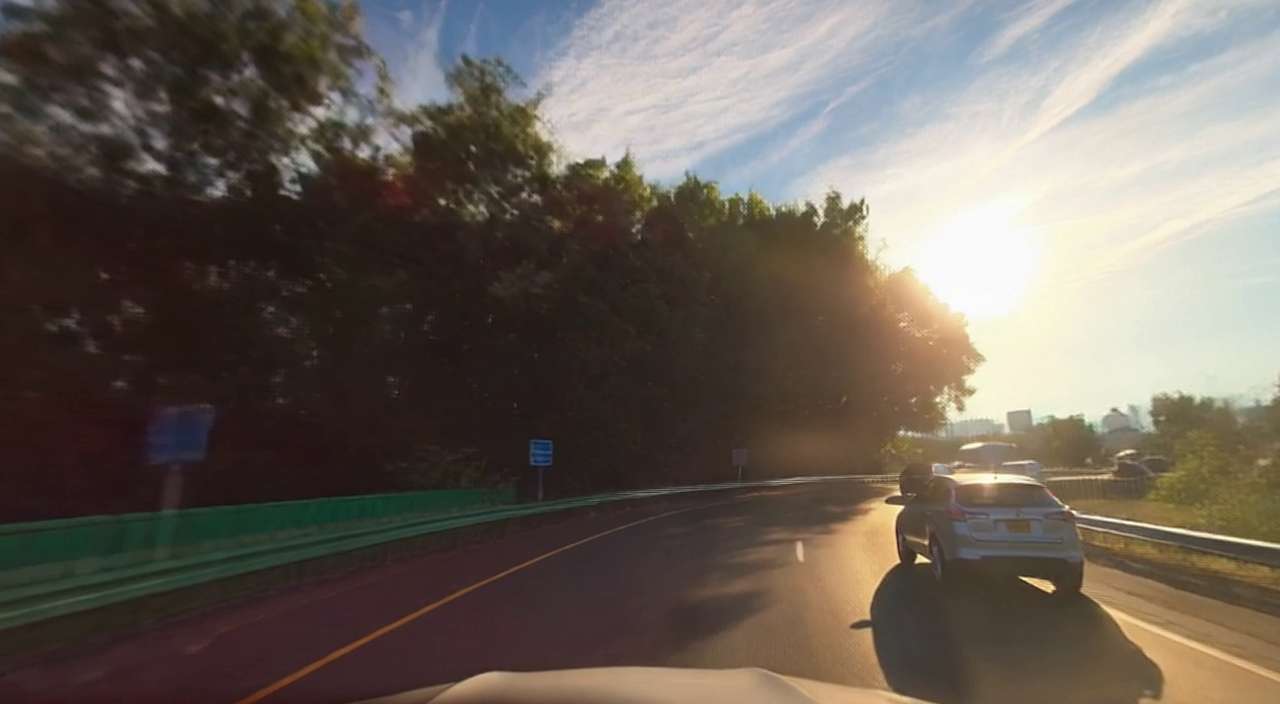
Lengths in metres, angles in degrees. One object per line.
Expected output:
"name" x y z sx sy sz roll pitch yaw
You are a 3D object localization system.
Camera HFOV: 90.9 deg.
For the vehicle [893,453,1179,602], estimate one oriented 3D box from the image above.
"vehicle" 5.272 2.341 9.208 2.023 1.593 4.105 -1 -11 10
